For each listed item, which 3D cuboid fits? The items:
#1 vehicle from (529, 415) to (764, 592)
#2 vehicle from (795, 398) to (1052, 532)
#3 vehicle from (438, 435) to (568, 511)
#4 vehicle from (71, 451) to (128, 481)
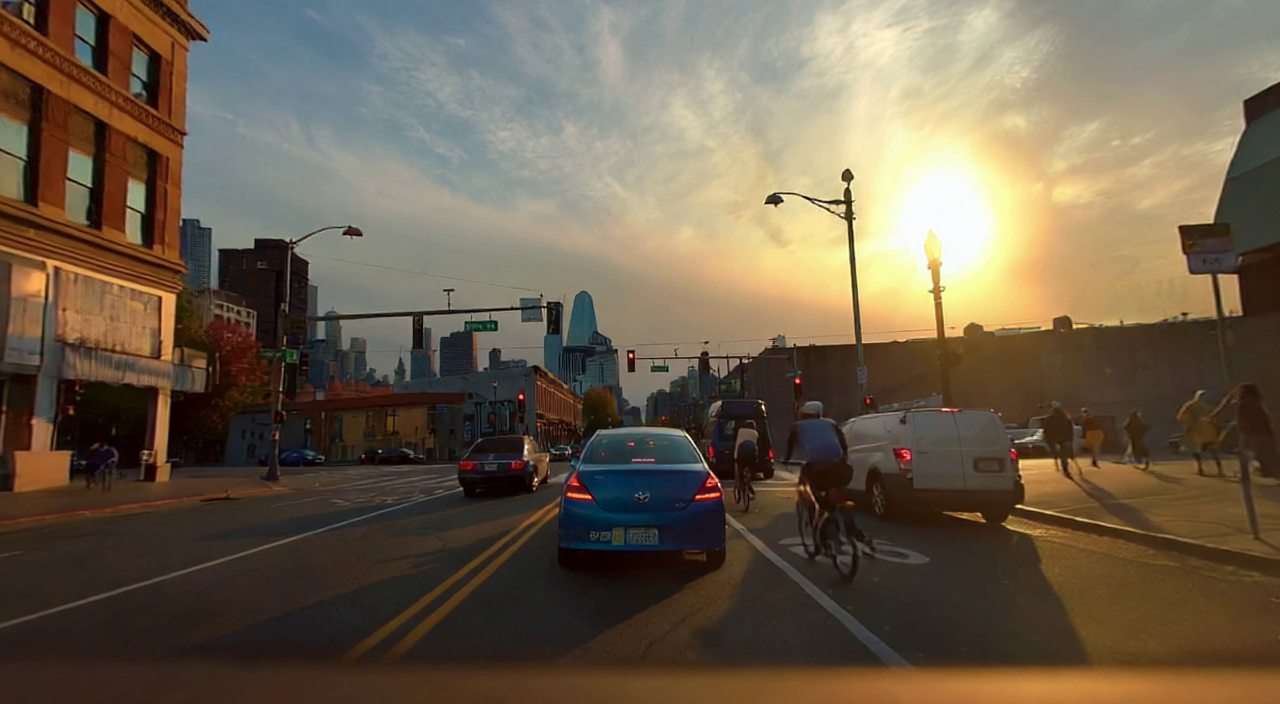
[{"bbox_3d":[0.027,1.655,7.710,2.091,1.557,4.000,0,-9,-1],"label":"vehicle"},{"bbox_3d":[4.512,1.909,11.122,2.142,1.829,4.767,0,-9,-2],"label":"vehicle"},{"bbox_3d":[-2.943,2.708,14.622,2.039,1.452,4.489,0,-9,0],"label":"vehicle"},{"bbox_3d":[-33.553,7.029,39.267,2.264,1.722,4.721,6,-11,-36],"label":"vehicle"}]
